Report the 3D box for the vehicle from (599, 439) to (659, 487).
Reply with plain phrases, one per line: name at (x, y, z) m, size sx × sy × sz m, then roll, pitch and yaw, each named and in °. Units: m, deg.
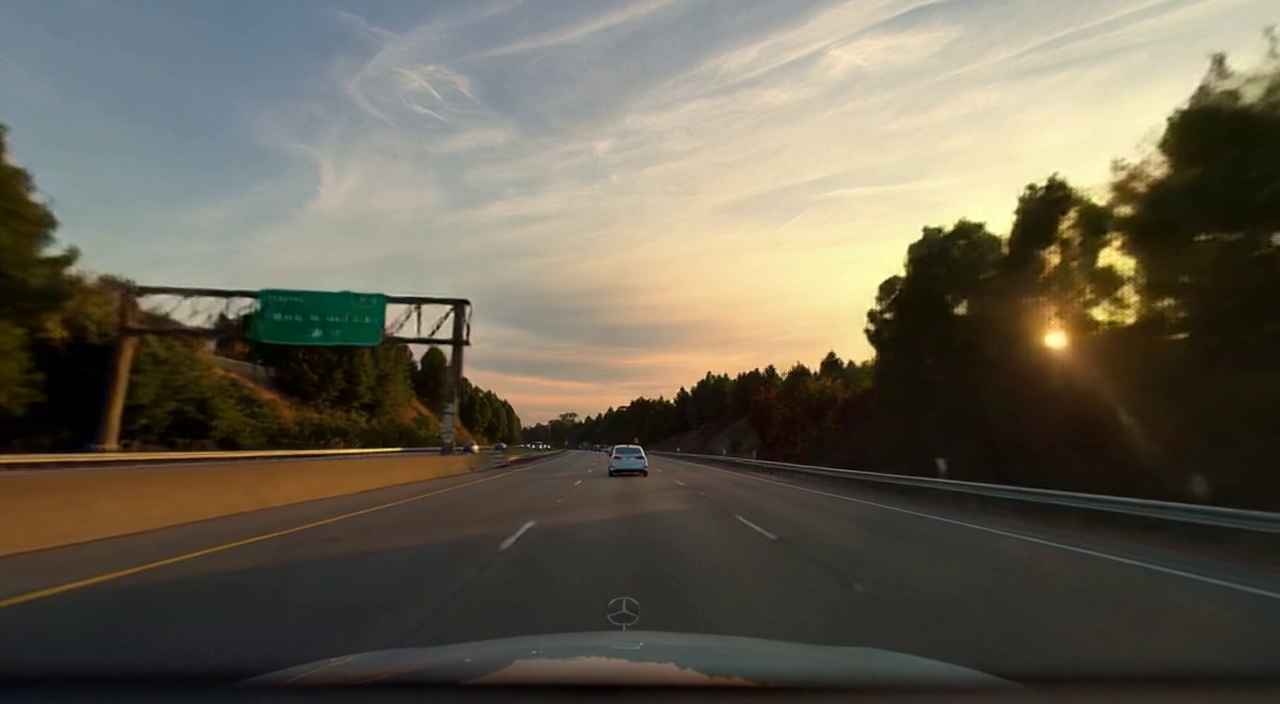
vehicle at (-0.439, 3.992, 22.973) m, size 2.011 × 1.590 × 3.607 m, roll 0°, pitch -9°, yaw -3°
